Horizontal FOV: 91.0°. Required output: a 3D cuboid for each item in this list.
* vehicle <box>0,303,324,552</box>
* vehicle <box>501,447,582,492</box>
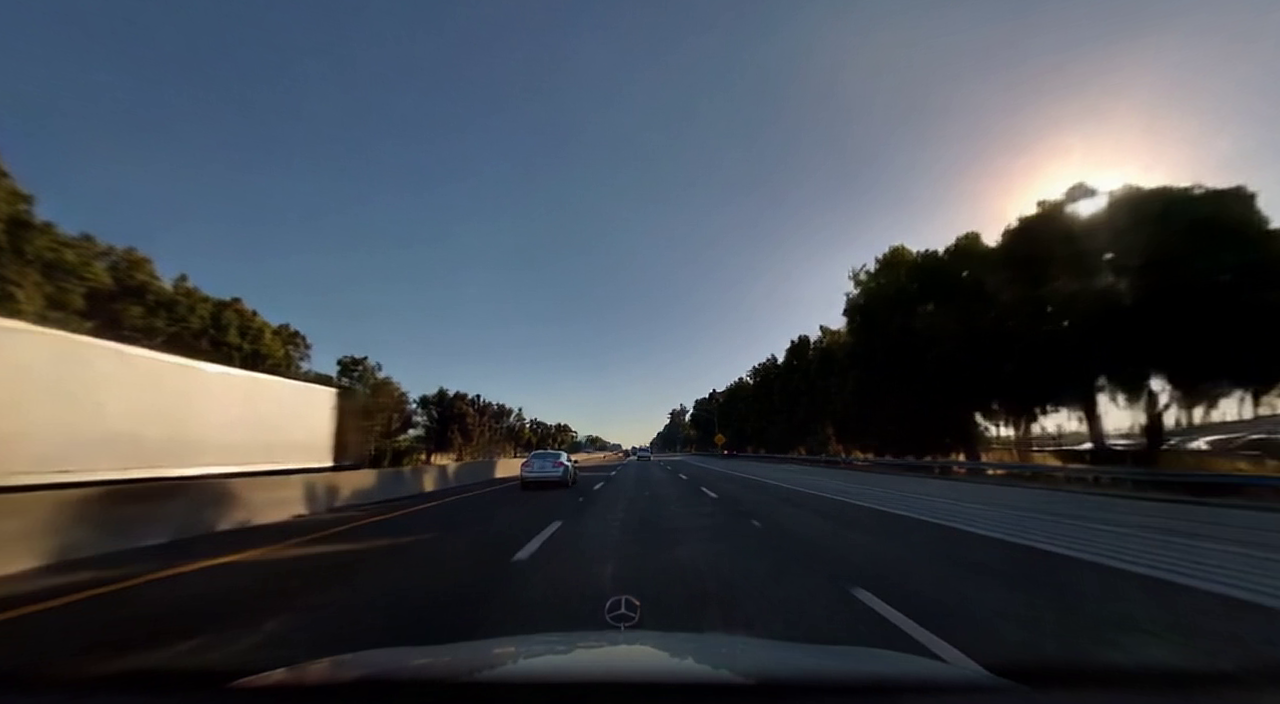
[{"bbox_3d":[-10.736,1.451,11.368,3.090,3.520,13.662,0,-9,0],"label":"vehicle"},{"bbox_3d":[-3.508,4.322,23.470,2.162,1.493,4.583,0,-9,1],"label":"vehicle"}]
